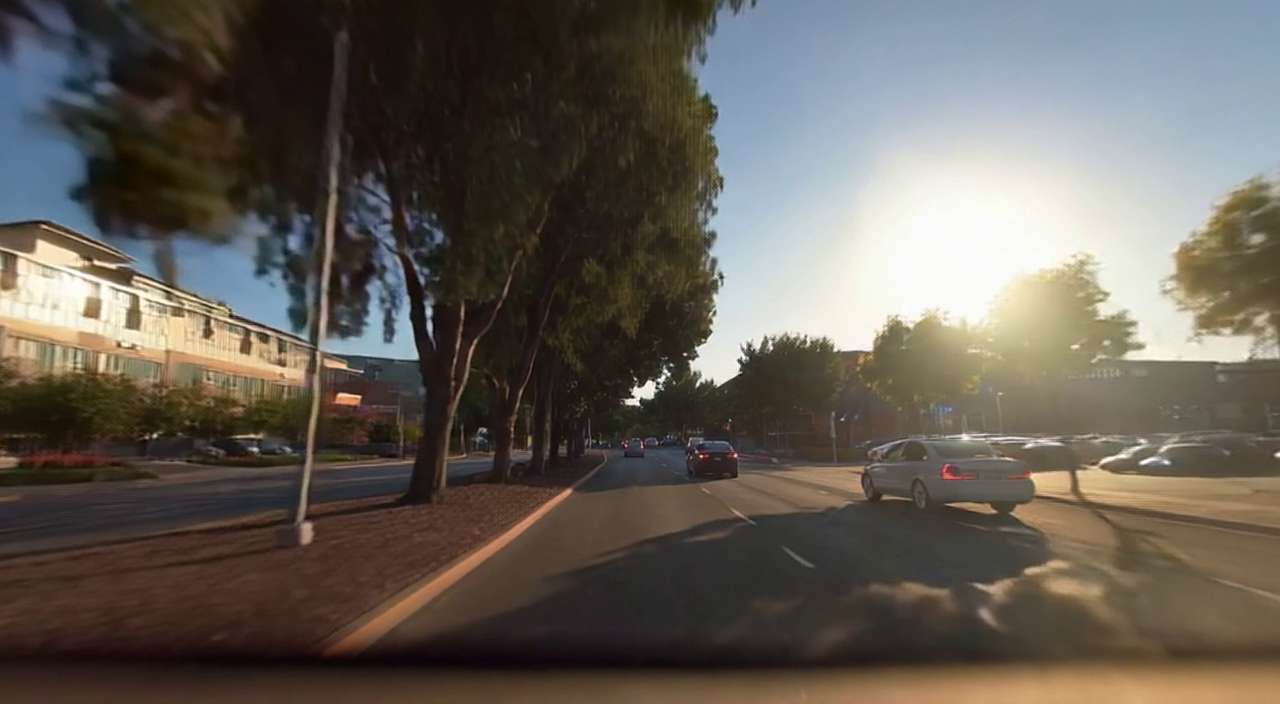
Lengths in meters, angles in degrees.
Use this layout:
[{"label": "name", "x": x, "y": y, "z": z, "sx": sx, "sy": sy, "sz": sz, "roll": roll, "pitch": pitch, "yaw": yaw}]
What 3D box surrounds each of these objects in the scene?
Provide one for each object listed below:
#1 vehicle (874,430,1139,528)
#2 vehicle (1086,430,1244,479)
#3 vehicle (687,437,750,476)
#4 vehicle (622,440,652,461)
[{"label": "vehicle", "x": 6.683, "y": 2.346, "z": 12.343, "sx": 2.098, "sy": 1.507, "sz": 4.655, "roll": 0, "pitch": -8, "yaw": -5}, {"label": "vehicle", "x": 19.514, "y": 3.815, "z": 23.809, "sx": 2.058, "sy": 1.646, "sz": 4.361, "roll": 0, "pitch": -8, "yaw": -3}, {"label": "vehicle", "x": 3.296, "y": 4.472, "z": 27.369, "sx": 1.953, "sy": 1.514, "sz": 4.672, "roll": 0, "pitch": -8, "yaw": -2}, {"label": "vehicle", "x": -0.277, "y": 7.170, "z": 46.070, "sx": 2.095, "sy": 1.456, "sz": 3.873, "roll": 0, "pitch": -8, "yaw": -1}]
